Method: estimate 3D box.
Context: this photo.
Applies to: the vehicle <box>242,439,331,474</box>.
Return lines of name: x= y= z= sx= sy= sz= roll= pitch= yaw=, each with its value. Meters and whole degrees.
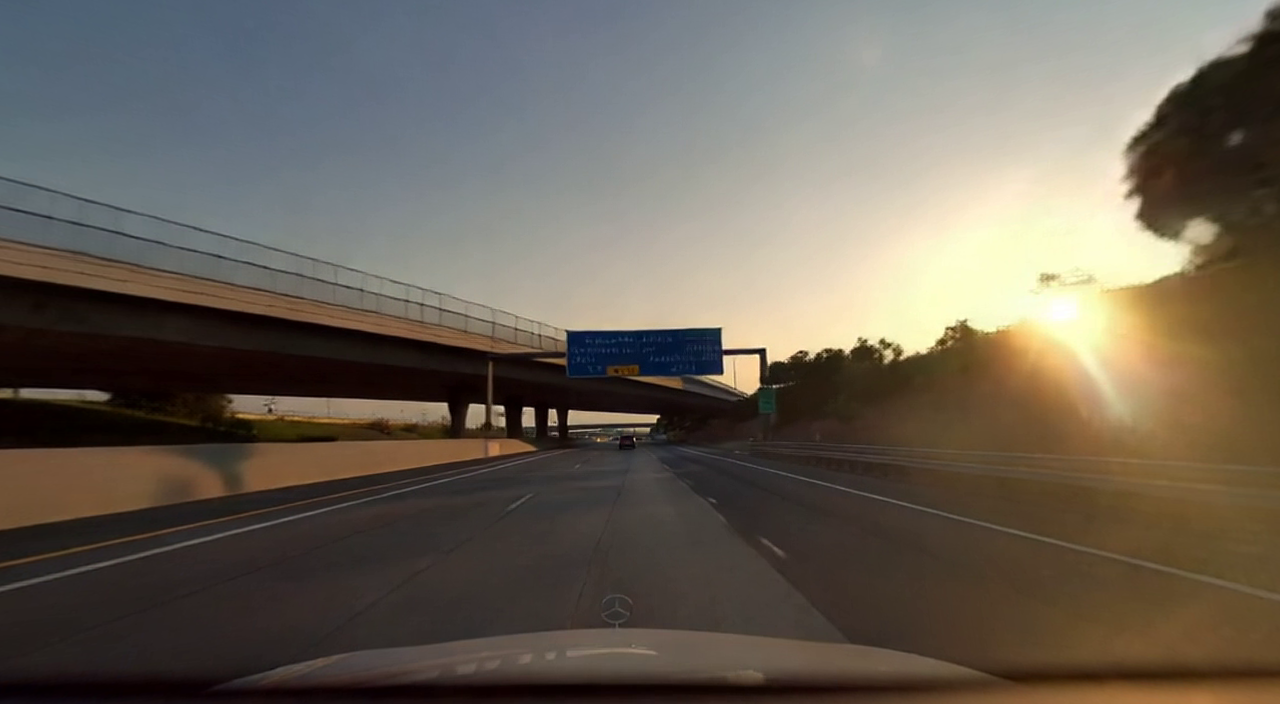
vehicle: x=-17.468 y=5.162 z=31.436 sx=2.024 sy=1.571 sz=4.254 roll=0 pitch=-8 yaw=-1
